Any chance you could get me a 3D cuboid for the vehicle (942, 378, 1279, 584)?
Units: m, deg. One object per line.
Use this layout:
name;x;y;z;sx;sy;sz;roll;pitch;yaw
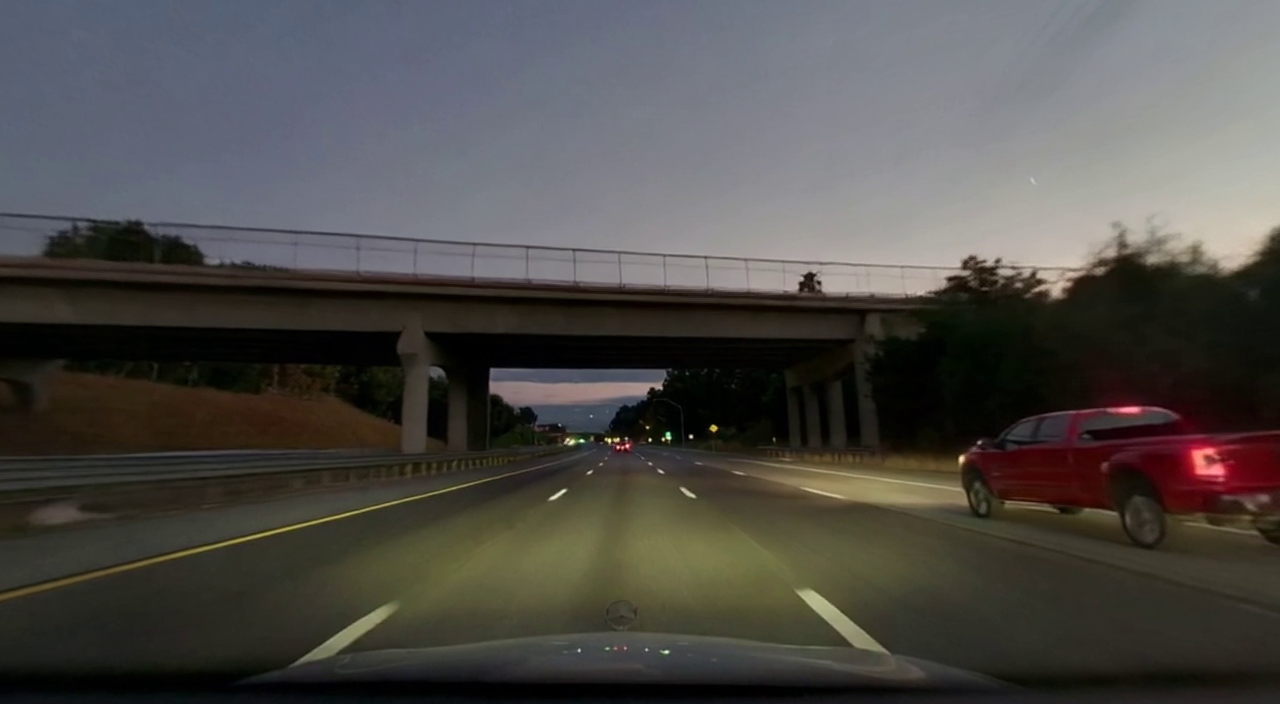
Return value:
vehicle;6.808;1.564;8.429;2.395;1.819;6.086;0;-9;-2
